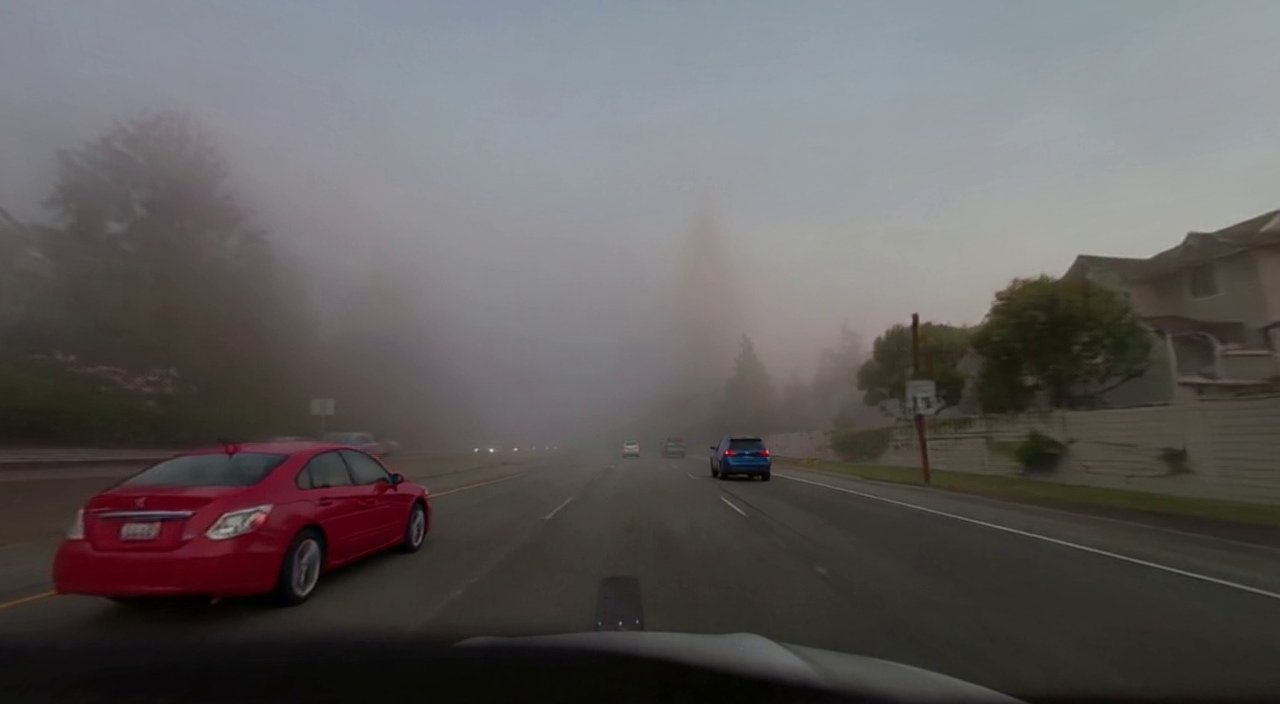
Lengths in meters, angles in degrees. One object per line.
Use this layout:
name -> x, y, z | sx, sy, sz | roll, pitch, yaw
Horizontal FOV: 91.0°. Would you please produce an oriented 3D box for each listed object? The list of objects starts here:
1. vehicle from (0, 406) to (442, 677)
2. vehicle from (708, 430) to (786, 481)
vehicle -> -3.597, 1.407, 5.852 | 2.036, 1.528, 4.400 | 0, -9, 0
vehicle -> 3.810, 3.787, 23.231 | 2.092, 1.686, 4.188 | 0, -9, -1
